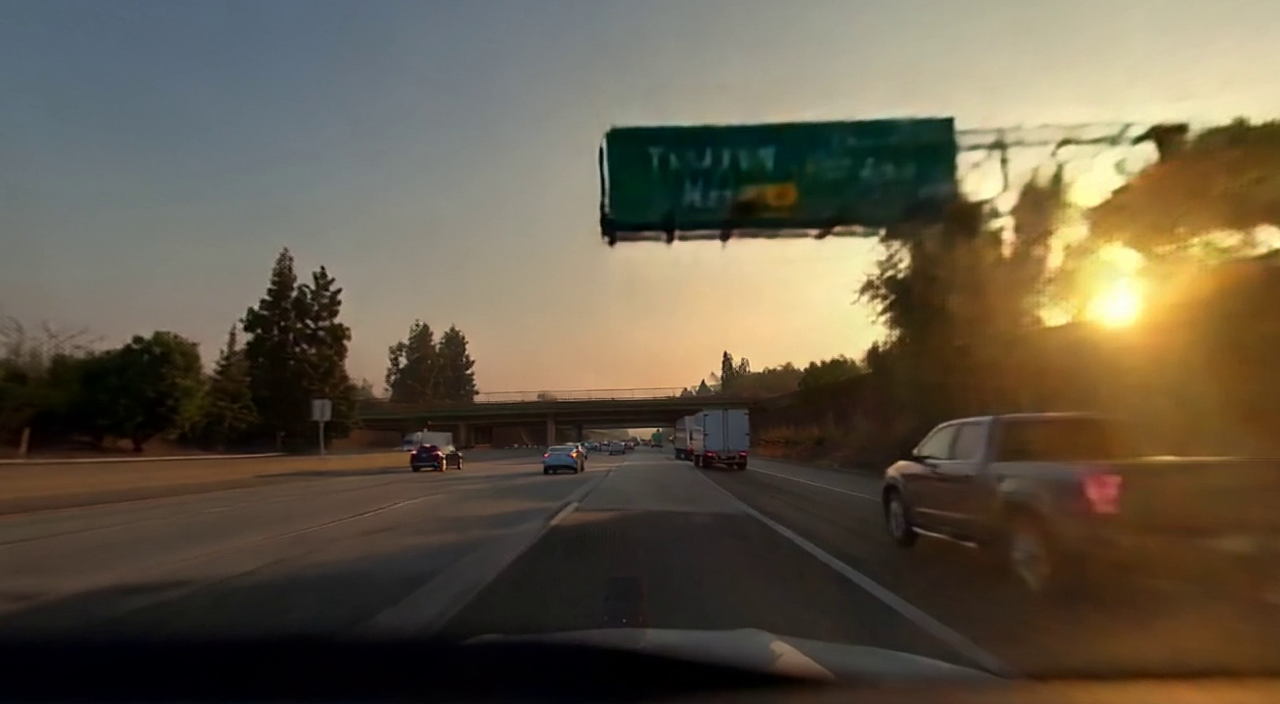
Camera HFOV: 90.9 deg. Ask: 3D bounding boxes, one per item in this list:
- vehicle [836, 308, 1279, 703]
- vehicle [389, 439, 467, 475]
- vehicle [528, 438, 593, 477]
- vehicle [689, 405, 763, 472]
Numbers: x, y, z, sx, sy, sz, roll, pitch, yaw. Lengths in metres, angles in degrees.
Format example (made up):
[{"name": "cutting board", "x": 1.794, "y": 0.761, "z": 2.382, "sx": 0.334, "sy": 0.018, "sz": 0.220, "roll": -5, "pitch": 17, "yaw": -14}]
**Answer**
[{"name": "vehicle", "x": 4.182, "y": 1.223, "z": 6.186, "sx": 2.355, "sy": 1.930, "sz": 6.633, "roll": 0, "pitch": -8, "yaw": 0}, {"name": "vehicle", "x": -9.446, "y": 4.709, "z": 28.469, "sx": 1.899, "sy": 1.465, "sz": 4.589, "roll": 0, "pitch": -8, "yaw": 0}, {"name": "vehicle", "x": -3.184, "y": 4.336, "z": 26.135, "sx": 1.981, "sy": 1.473, "sz": 4.317, "roll": 0, "pitch": -8, "yaw": 2}, {"name": "vehicle", "x": 4.215, "y": 4.482, "z": 32.513, "sx": 2.732, "sy": 3.052, "sz": 7.118, "roll": 0, "pitch": -8, "yaw": -1}]
